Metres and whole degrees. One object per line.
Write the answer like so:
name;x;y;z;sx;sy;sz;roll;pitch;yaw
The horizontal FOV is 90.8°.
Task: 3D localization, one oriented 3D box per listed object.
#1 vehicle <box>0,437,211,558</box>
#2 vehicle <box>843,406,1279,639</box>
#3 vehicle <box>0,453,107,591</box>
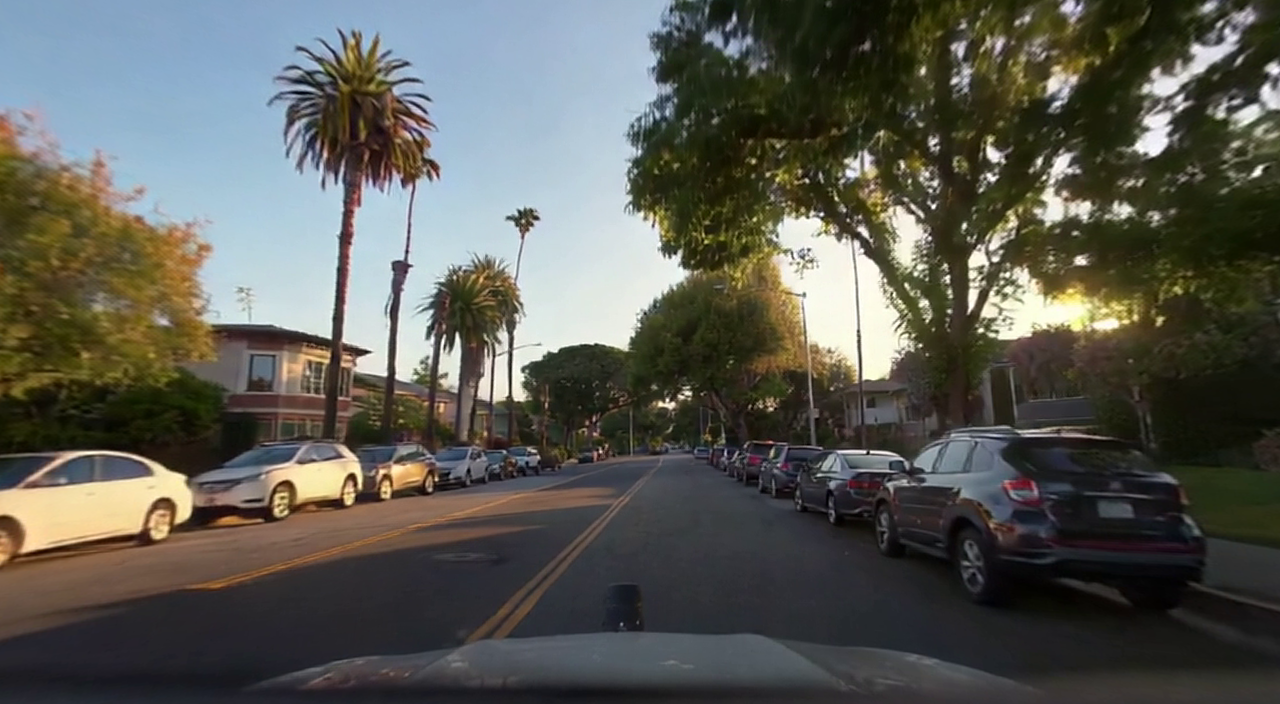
vehicle;-9.391;2.202;9.909;3.910;1.684;1.919;3;-9;-19
vehicle;3.894;1.562;6.857;2.016;1.670;4.372;0;-8;1
vehicle;-9.028;1.923;7.295;3.871;1.460;1.839;3;-9;-18
